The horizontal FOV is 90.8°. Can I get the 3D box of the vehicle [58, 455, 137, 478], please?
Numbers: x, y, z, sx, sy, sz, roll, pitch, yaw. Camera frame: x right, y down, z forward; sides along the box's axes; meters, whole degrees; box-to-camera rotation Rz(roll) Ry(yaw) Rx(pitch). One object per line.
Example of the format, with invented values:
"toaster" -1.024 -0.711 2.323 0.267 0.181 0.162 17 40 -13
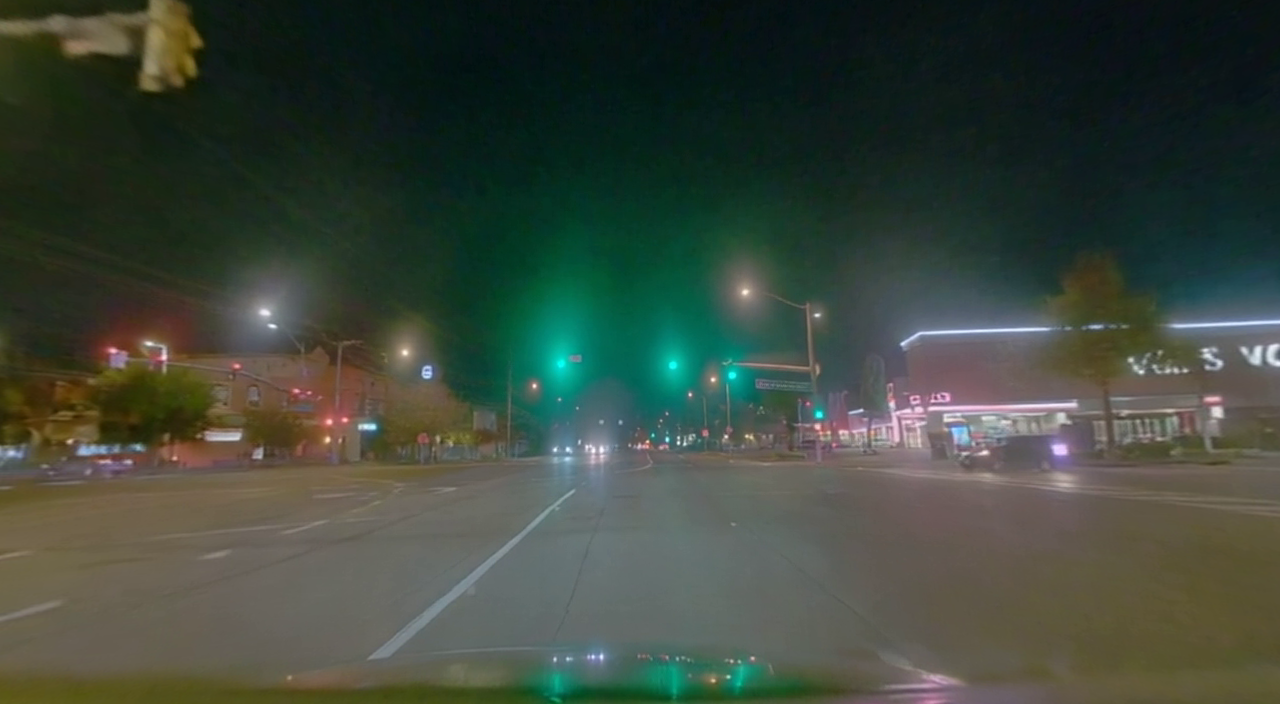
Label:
"vehicle" -38.044 8.008 44.330 4.249 1.483 1.890 -3 -8 12
